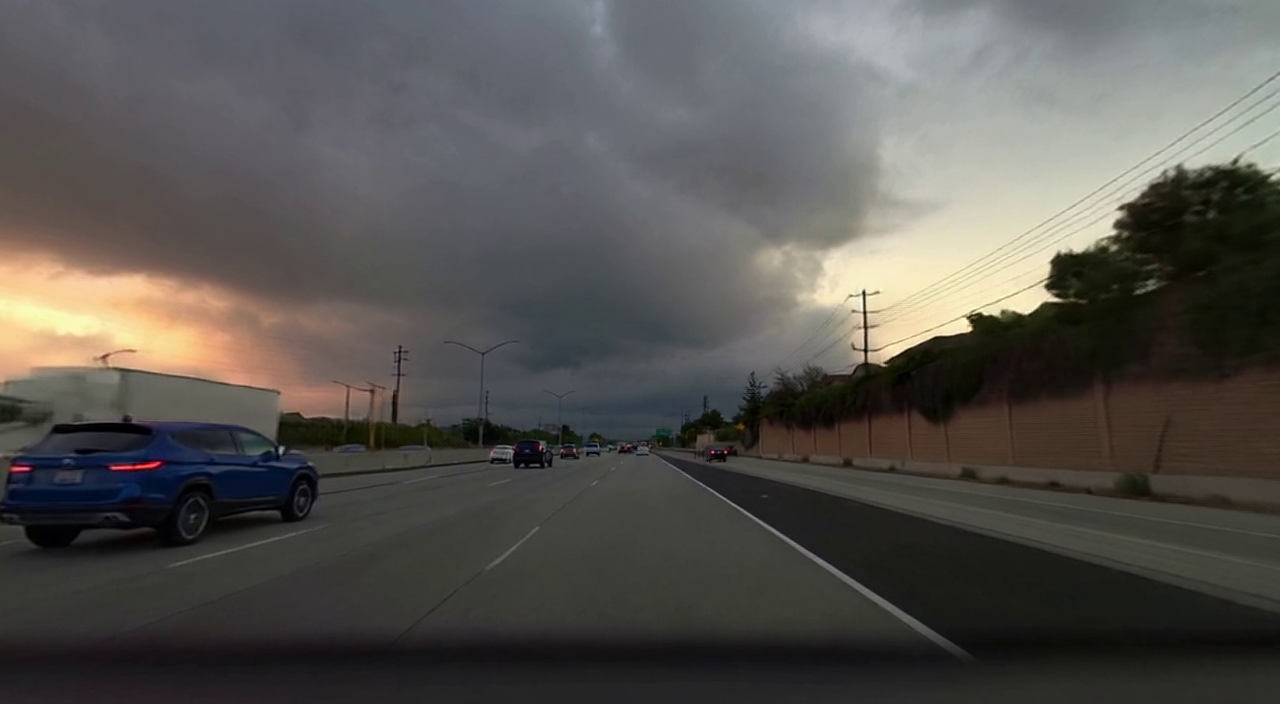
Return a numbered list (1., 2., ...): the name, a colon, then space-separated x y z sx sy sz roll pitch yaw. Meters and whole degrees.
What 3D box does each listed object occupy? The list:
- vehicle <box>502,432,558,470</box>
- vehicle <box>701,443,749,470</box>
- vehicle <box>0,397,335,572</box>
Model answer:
1. vehicle: -6.115 5.595 35.737 2.255 1.934 4.868 0 -9 0
2. vehicle: 5.131 6.378 38.639 2.251 1.520 4.550 1 -9 -1
3. vehicle: -6.360 1.639 8.544 2.058 1.698 4.567 0 -9 1
